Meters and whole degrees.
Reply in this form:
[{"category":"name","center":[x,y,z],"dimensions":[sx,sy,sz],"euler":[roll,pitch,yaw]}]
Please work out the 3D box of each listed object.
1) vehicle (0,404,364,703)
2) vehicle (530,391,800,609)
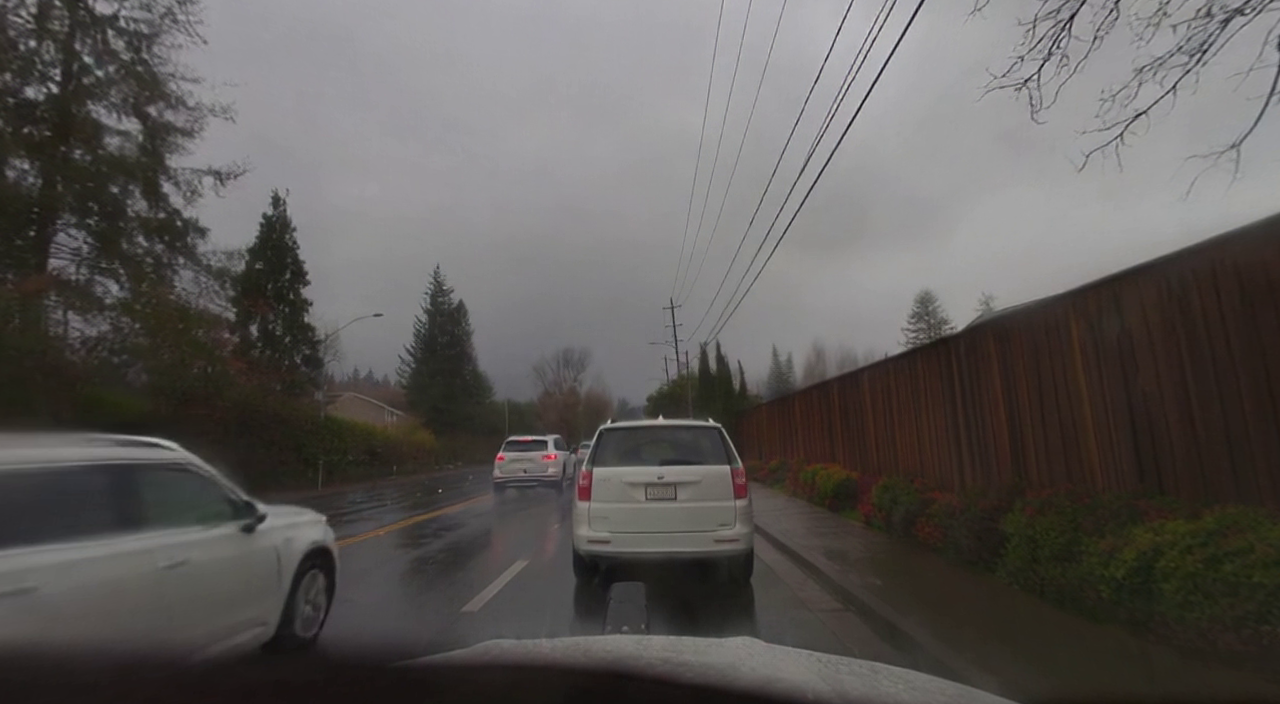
[{"category":"vehicle","center":[-3.141,1.023,2.755],"dimensions":[1.979,1.489,4.006],"euler":[0,-9,1]},{"category":"vehicle","center":[0.205,1.505,7.223],"dimensions":[2.174,1.749,4.113],"euler":[0,-9,0]}]
